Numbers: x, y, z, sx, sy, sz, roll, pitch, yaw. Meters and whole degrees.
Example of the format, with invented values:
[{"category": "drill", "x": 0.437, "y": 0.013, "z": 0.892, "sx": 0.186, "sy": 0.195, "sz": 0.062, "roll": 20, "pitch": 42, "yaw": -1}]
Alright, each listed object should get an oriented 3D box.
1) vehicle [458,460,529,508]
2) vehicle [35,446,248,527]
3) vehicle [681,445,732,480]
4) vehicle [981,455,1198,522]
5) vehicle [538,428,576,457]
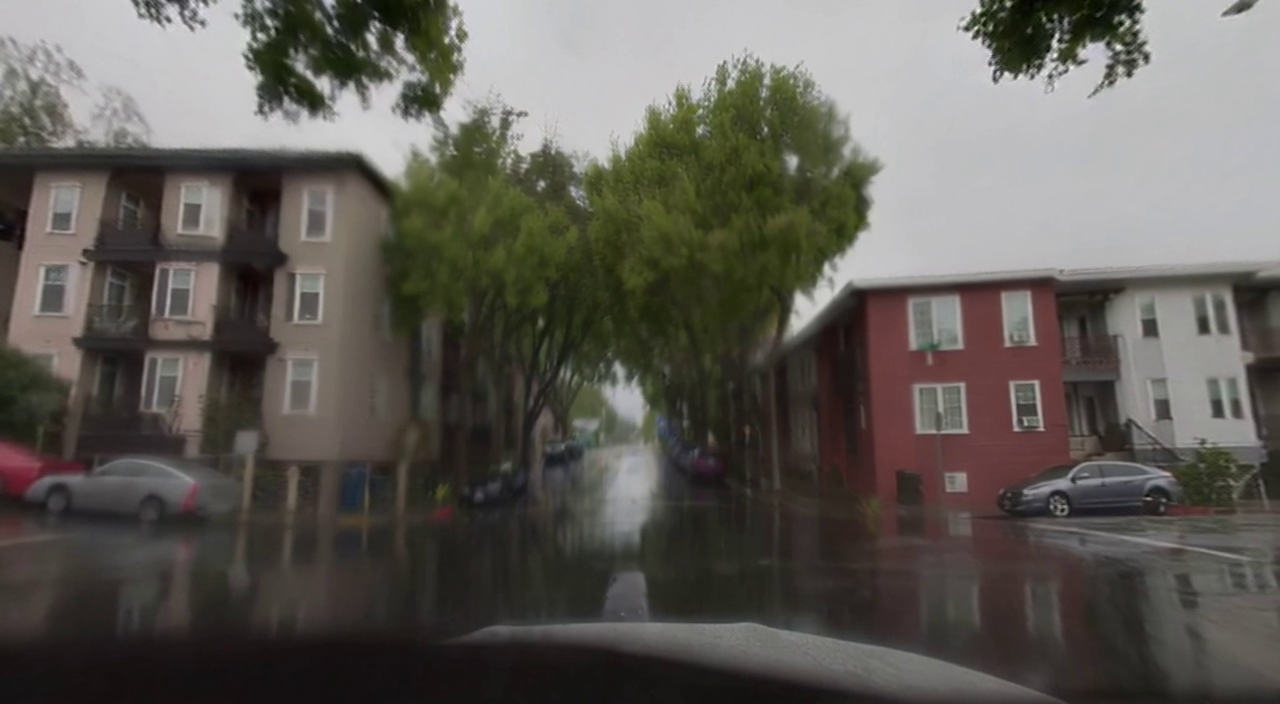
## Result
[{"category": "vehicle", "x": -5.852, "y": 5.293, "z": 25.719, "sx": 1.987, "sy": 1.662, "sz": 4.141, "roll": -2, "pitch": -9, "yaw": -1}, {"category": "vehicle", "x": -13.971, "y": 3.795, "z": 17.911, "sx": 4.243, "sy": 1.676, "sz": 1.844, "roll": 6, "pitch": -12, "yaw": 1}, {"category": "vehicle", "x": 3.417, "y": 5.786, "z": 33.326, "sx": 2.051, "sy": 1.526, "sz": 4.673, "roll": 0, "pitch": -6, "yaw": -2}, {"category": "vehicle", "x": 12.524, "y": 3.805, "z": 17.843, "sx": 4.596, "sy": 1.690, "sz": 1.972, "roll": 0, "pitch": -8, "yaw": -1}, {"category": "vehicle", "x": -6.171, "y": 6.752, "z": 47.445, "sx": 2.101, "sy": 1.732, "sz": 4.119, "roll": -3, "pitch": -3, "yaw": 3}]
